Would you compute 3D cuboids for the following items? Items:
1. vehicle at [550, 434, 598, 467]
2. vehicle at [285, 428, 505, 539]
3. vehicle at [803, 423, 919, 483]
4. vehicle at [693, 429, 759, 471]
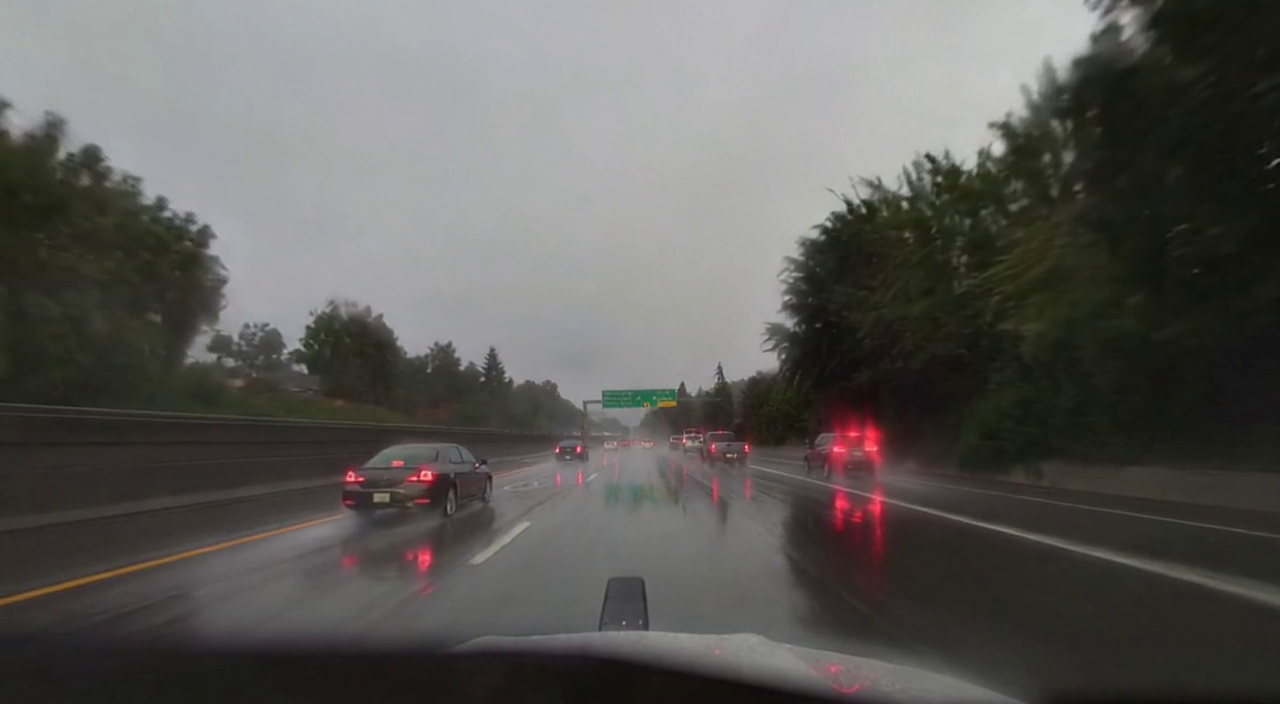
[{"bbox_3d":[-3.413,5.205,33.452,2.020,1.628,4.248,0,-8,1],"label":"vehicle"},{"bbox_3d":[-3.745,2.068,10.563,1.978,1.473,4.073,0,-8,1],"label":"vehicle"},{"bbox_3d":[7.984,3.723,23.577,2.291,1.968,5.662,0,-8,0],"label":"vehicle"},{"bbox_3d":[4.215,4.924,31.974,2.517,1.935,5.552,0,-8,-1],"label":"vehicle"}]
